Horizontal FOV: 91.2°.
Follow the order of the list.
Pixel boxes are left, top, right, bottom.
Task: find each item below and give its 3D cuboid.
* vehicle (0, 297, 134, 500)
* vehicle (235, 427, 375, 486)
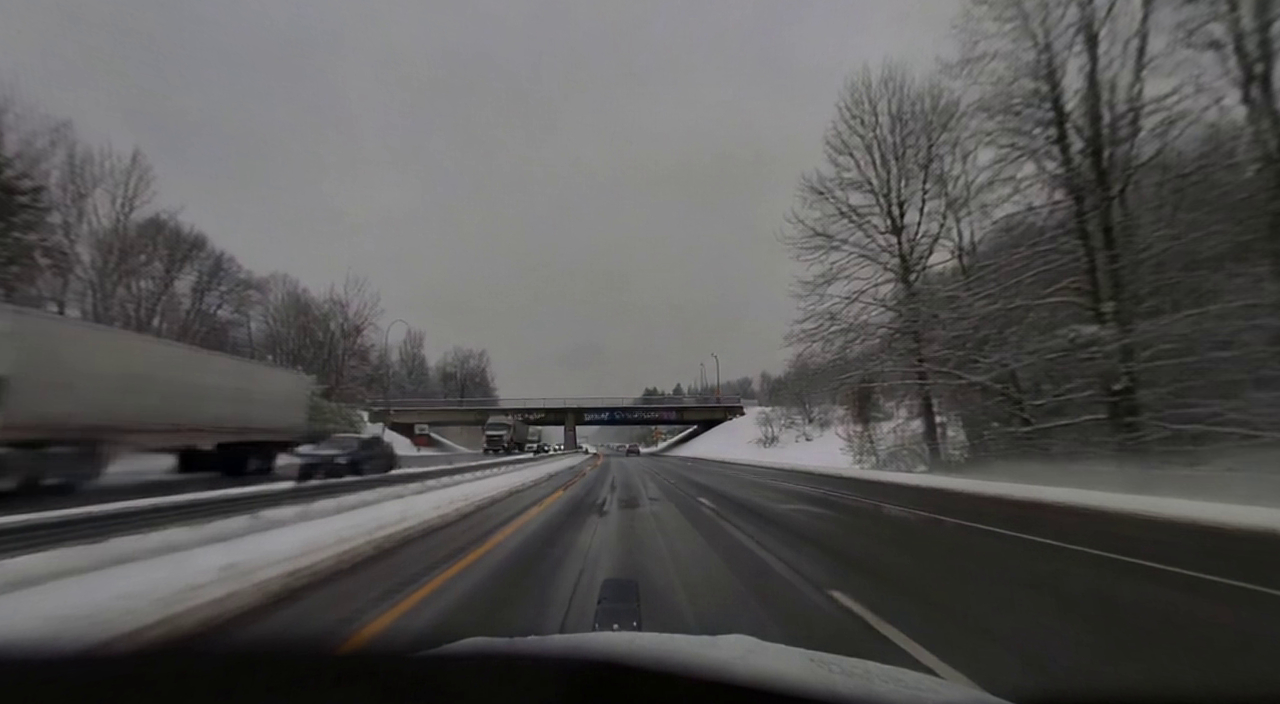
[{"bbox_3d":[-13.711,0.903,11.982,2.987,3.824,5.991,0,-9,-2],"label":"vehicle"},{"bbox_3d":[-9.527,3.016,18.264,1.879,1.505,4.047,0,-9,-1],"label":"vehicle"}]
